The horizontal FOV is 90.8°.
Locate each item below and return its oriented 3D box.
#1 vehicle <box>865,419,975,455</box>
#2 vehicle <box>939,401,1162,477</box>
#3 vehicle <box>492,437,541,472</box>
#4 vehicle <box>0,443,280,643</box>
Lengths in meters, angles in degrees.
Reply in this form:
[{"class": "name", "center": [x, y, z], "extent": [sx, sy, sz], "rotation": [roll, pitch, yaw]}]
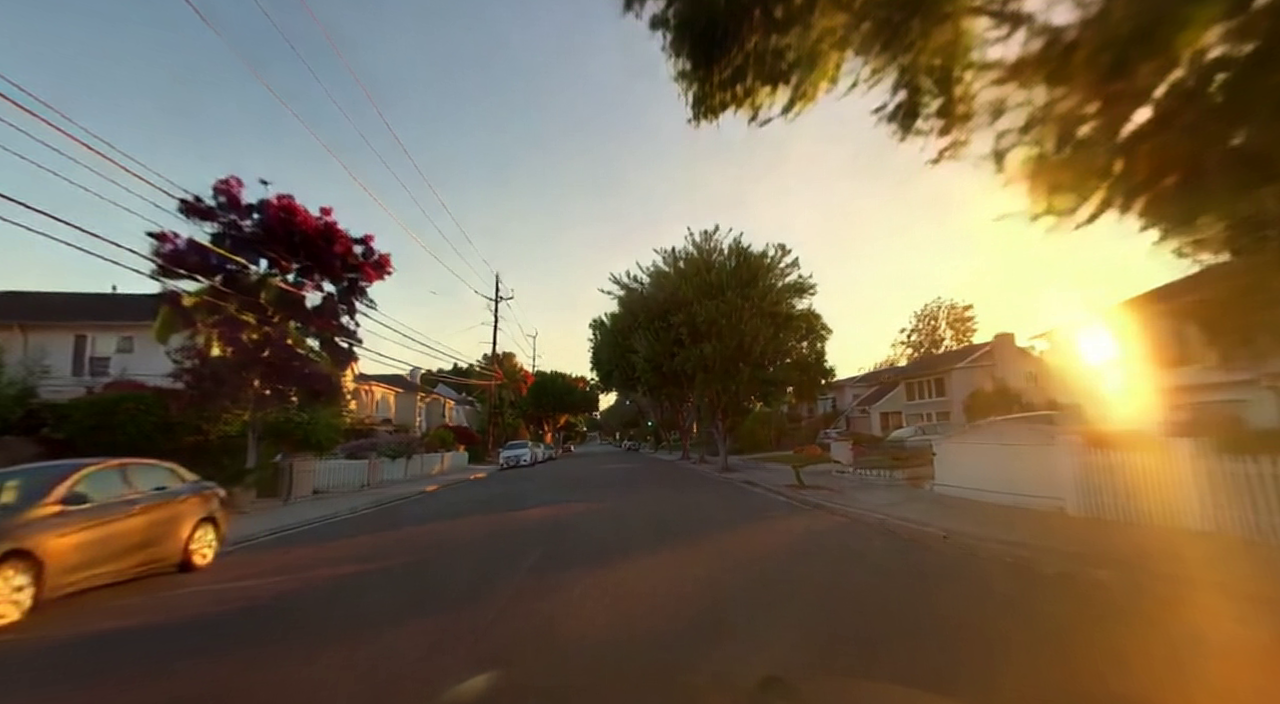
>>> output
[{"class": "vehicle", "center": [14.587, 4.462, 33.092], "extent": [4.842, 1.728, 1.875], "rotation": [1, -9, -1]}, {"class": "vehicle", "center": [10.536, 2.346, 16.572], "extent": [4.293, 1.657, 1.961], "rotation": [-4, -12, 6]}, {"class": "vehicle", "center": [-7.738, 6.507, 40.144], "extent": [2.240, 1.940, 5.429], "rotation": [-2, -9, -3]}, {"class": "vehicle", "center": [-6.328, 1.884, 6.924], "extent": [1.954, 1.551, 5.128], "rotation": [-3, -7, -2]}]
